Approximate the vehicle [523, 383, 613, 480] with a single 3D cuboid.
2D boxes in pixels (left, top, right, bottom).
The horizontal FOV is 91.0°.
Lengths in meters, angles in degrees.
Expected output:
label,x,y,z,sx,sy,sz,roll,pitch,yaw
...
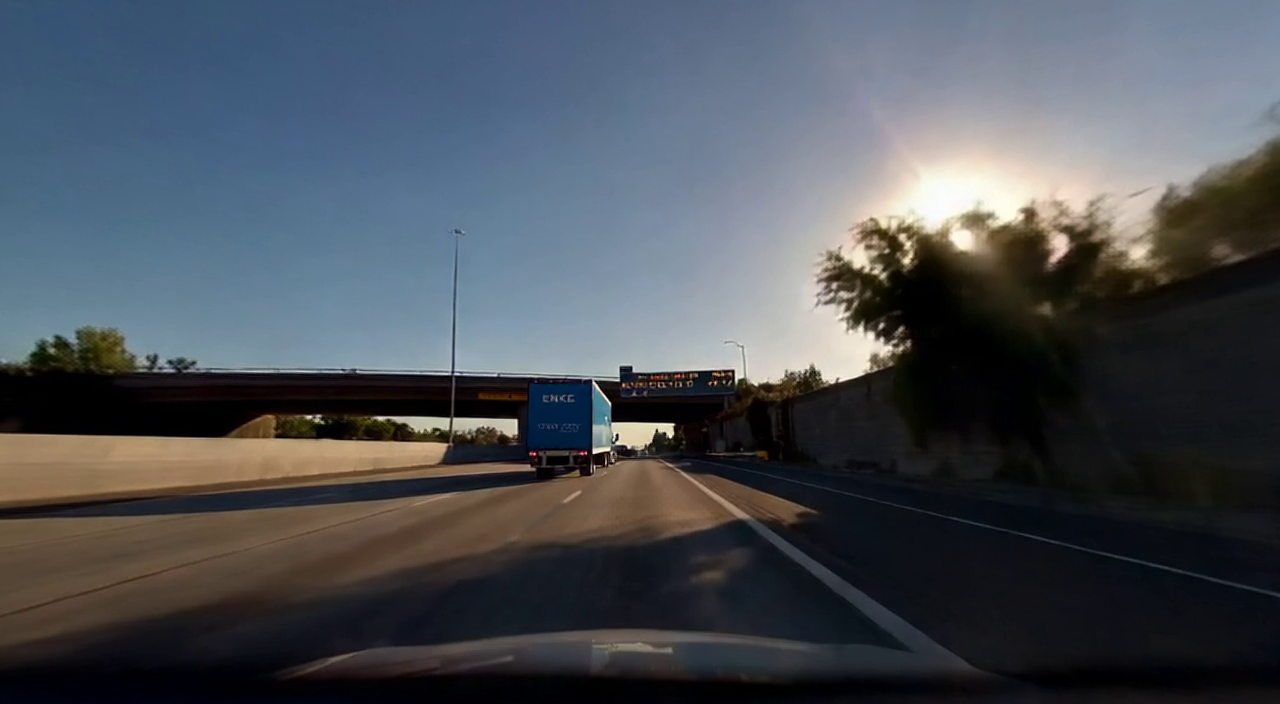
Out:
label,x,y,z,sx,sy,sz,roll,pitch,yaw
vehicle,-3.164,4.089,31.374,3.059,3.956,11.036,0,-9,1
